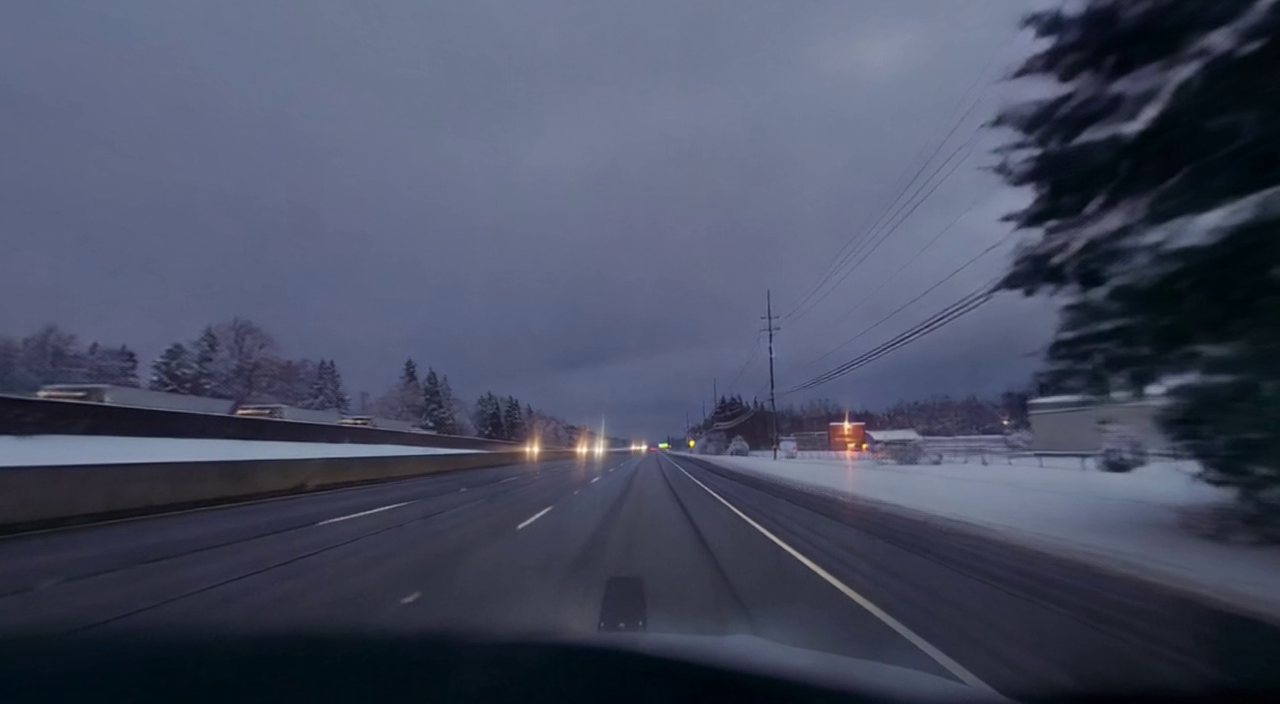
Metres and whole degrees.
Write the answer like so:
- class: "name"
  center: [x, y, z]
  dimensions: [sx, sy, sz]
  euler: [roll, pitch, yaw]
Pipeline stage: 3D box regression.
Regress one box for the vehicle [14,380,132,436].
- class: "vehicle"
  center: [-42.911, 4.387, 47.979]
  dimensions: [2.911, 3.814, 6.009]
  euler: [0, -9, 3]
